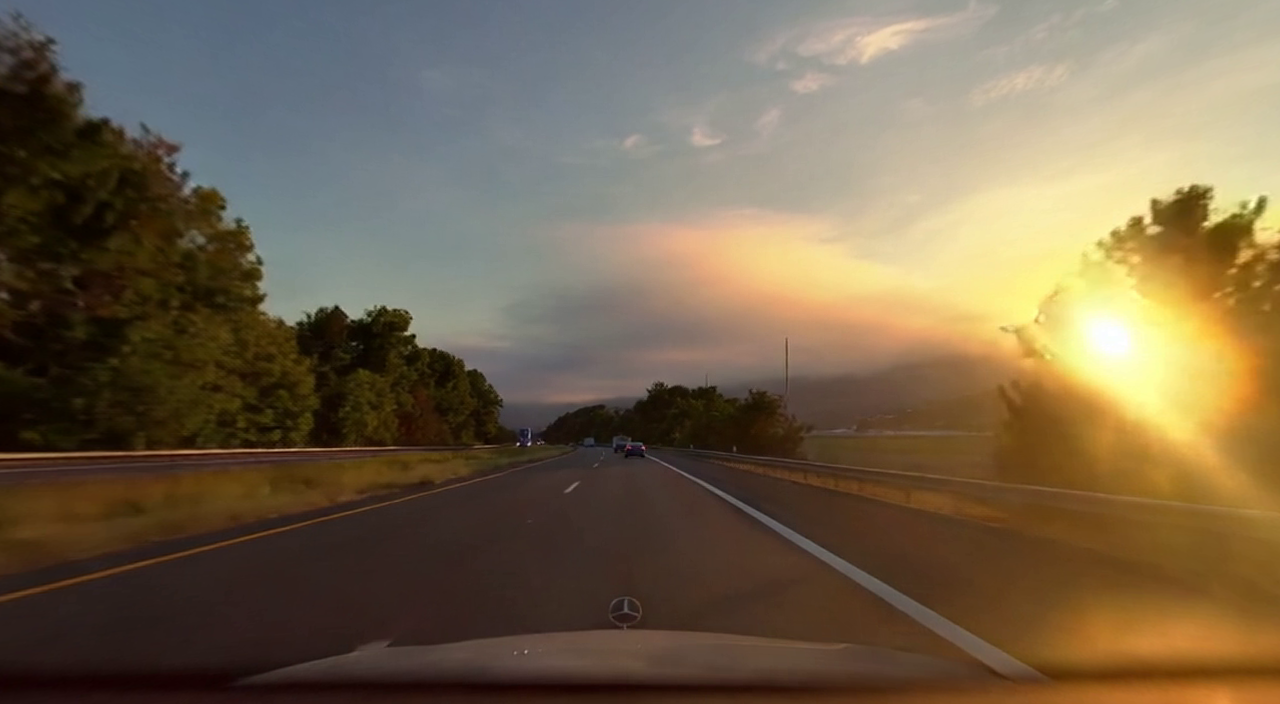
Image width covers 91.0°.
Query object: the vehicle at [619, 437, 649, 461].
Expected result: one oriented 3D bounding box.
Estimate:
[{"bbox_3d":[-0.536,7.343,47.735,2.079,1.729,4.380,0,-8,-3],"label":"vehicle"}]
